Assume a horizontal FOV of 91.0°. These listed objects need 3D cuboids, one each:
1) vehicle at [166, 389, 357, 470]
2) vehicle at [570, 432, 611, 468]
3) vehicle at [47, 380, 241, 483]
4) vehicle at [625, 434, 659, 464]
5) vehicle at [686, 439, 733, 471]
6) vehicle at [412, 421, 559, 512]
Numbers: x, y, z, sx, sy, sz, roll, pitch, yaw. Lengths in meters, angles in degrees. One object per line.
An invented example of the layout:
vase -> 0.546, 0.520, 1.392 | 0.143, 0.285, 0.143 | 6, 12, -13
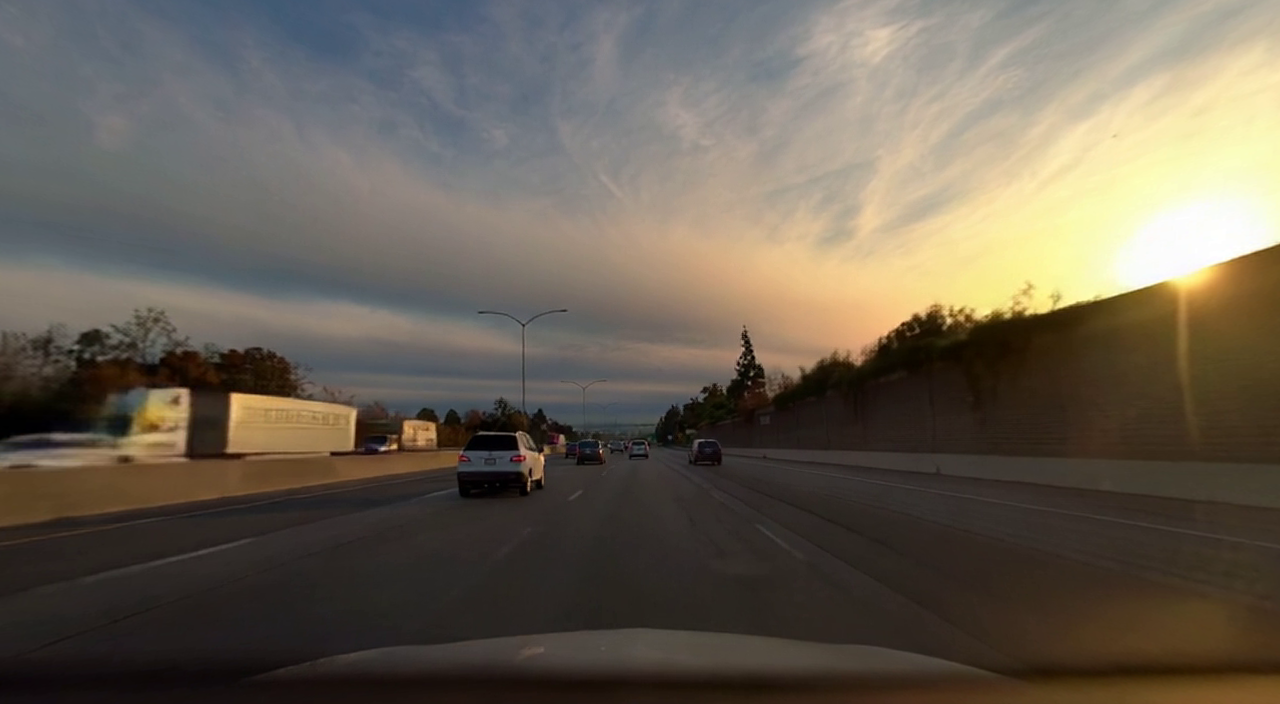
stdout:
vehicle -> -20.993, 4.658, 36.574 | 2.900, 3.876, 12.954 | 0, -9, 1
vehicle -> -3.224, 6.503, 41.903 | 2.378, 2.214, 4.352 | 0, -9, 0
vehicle -> -20.943, 3.479, 27.217 | 3.067, 3.909, 6.152 | 0, -9, 1
vehicle -> 0.157, 7.526, 49.023 | 2.485, 2.215, 5.199 | 0, -9, 0
vehicle -> 4.040, 6.095, 37.417 | 2.224, 1.752, 4.487 | 0, -9, 0
vehicle -> -3.507, 2.734, 15.592 | 2.184, 1.819, 5.441 | 0, -9, 1
